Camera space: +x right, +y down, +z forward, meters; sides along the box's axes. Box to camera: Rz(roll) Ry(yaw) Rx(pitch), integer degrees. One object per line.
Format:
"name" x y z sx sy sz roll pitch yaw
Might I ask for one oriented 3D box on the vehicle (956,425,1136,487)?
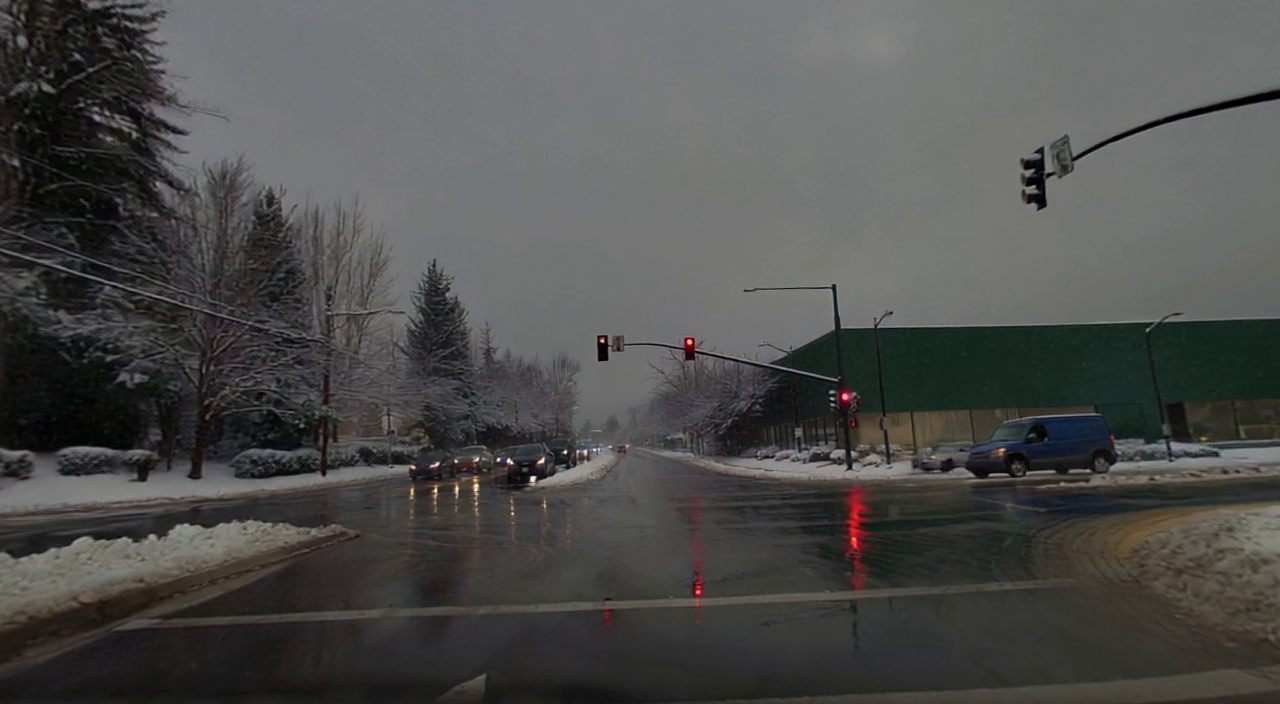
"vehicle" 14.839 3.760 23.120 5.910 2.046 2.228 3 -9 -19

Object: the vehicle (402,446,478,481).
"vehicle" -9.012 5.037 28.886 2.024 1.460 4.381 0 -9 0

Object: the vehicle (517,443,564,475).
"vehicle" -4.794 5.186 30.887 1.846 1.416 4.228 0 -9 -3

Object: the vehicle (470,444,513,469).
"vehicle" -9.022 6.374 38.752 1.779 1.460 4.463 0 -9 -3
